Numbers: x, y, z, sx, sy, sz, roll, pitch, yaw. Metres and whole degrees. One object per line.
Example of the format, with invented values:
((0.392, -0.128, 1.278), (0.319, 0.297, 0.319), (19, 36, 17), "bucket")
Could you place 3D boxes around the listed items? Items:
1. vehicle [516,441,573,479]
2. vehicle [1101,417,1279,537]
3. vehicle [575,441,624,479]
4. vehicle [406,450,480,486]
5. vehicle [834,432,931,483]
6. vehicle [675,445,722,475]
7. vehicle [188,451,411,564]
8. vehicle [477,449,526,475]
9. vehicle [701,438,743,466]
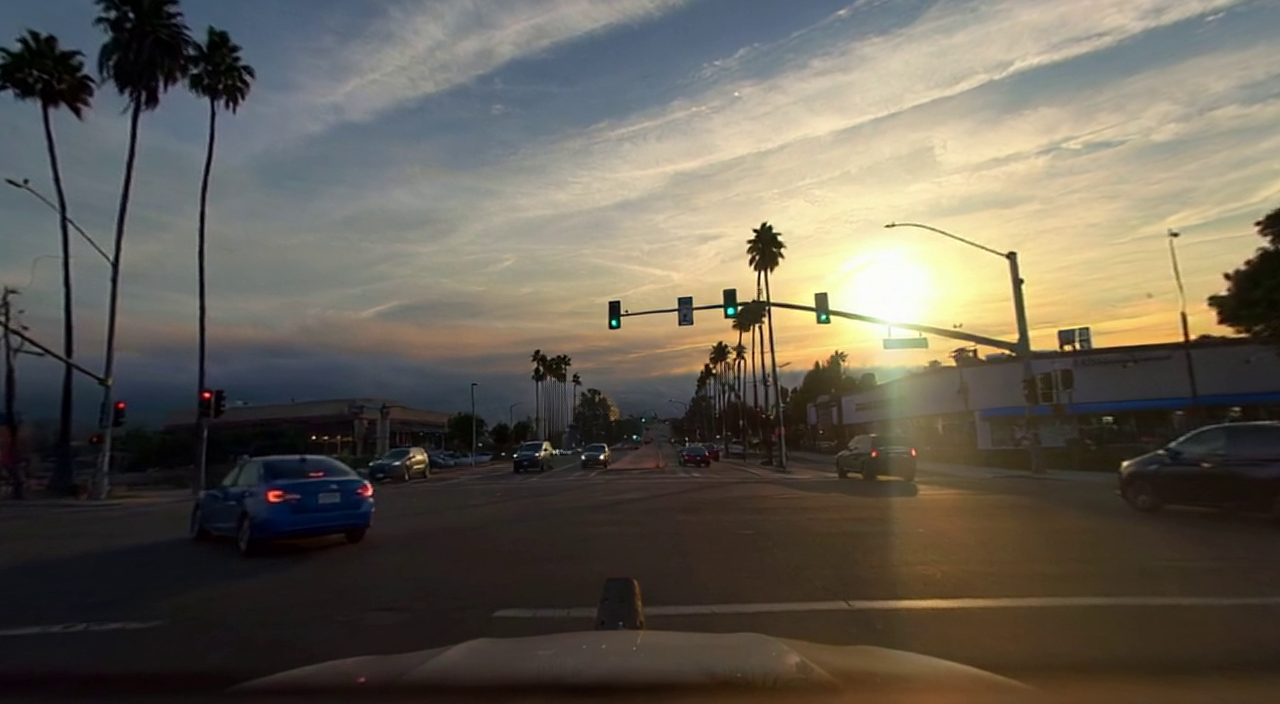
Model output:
((-4.687, 5.349, 31.497), (2.187, 1.740, 4.022), (0, -8, 0), "vehicle")
((10.705, 2.060, 10.729), (2.199, 1.773, 4.568), (0, -9, -1), "vehicle")
((-1.942, 5.324, 31.498), (2.041, 1.473, 4.221), (-1, -5, 2), "vehicle")
((-9.052, 5.327, 29.414), (2.041, 1.498, 4.348), (0, -9, 0), "vehicle")
((9.804, 4.298, 26.034), (2.059, 1.859, 4.690), (0, -9, -1), "vehicle")
((3.047, 5.707, 33.720), (1.977, 1.449, 4.254), (0, -8, -2), "vehicle")
((-5.923, 2.444, 10.780), (4.206, 1.471, 2.089), (-8, -12, 44), "vehicle")
((-8.526, 6.830, 39.349), (1.973, 1.474, 4.495), (0, -8, 1), "vehicle")
((6.042, 7.429, 47.057), (2.313, 1.935, 4.969), (0, -9, -2), "vehicle")
